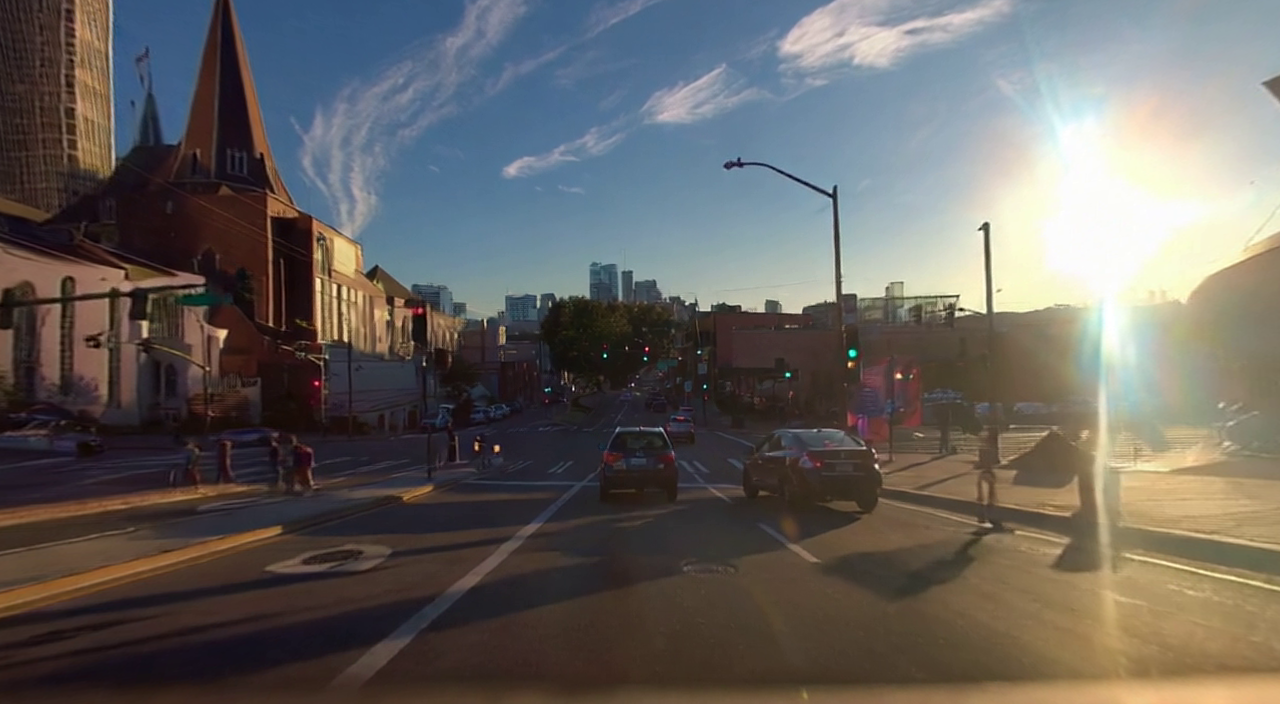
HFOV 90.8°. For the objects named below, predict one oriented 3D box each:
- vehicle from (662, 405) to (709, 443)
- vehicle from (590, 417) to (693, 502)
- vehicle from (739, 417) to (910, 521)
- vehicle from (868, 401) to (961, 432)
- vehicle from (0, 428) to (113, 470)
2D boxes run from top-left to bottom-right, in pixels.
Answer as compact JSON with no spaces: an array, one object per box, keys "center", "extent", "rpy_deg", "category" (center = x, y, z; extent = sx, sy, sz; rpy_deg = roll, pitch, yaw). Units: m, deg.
[{"center":[2.635,4.225,37.799],"extent":[2.228,1.922,5.335],"rpy_deg":[0,-3,-2],"category":"vehicle"},{"center":[0.048,2.591,15.548],"extent":[2.168,1.776,4.135],"rpy_deg":[0,-8,0],"category":"vehicle"},{"center":[3.540,2.359,13.229],"extent":[2.080,1.735,4.650],"rpy_deg":[1,-8,-1],"category":"vehicle"},{"center":[16.432,3.876,37.968],"extent":[4.512,1.734,2.143],"rpy_deg":[-1,-6,-5],"category":"vehicle"},{"center":[-30.481,4.929,32.318],"extent":[4.955,1.828,2.268],"rpy_deg":[0,-3,-3],"category":"vehicle"}]
